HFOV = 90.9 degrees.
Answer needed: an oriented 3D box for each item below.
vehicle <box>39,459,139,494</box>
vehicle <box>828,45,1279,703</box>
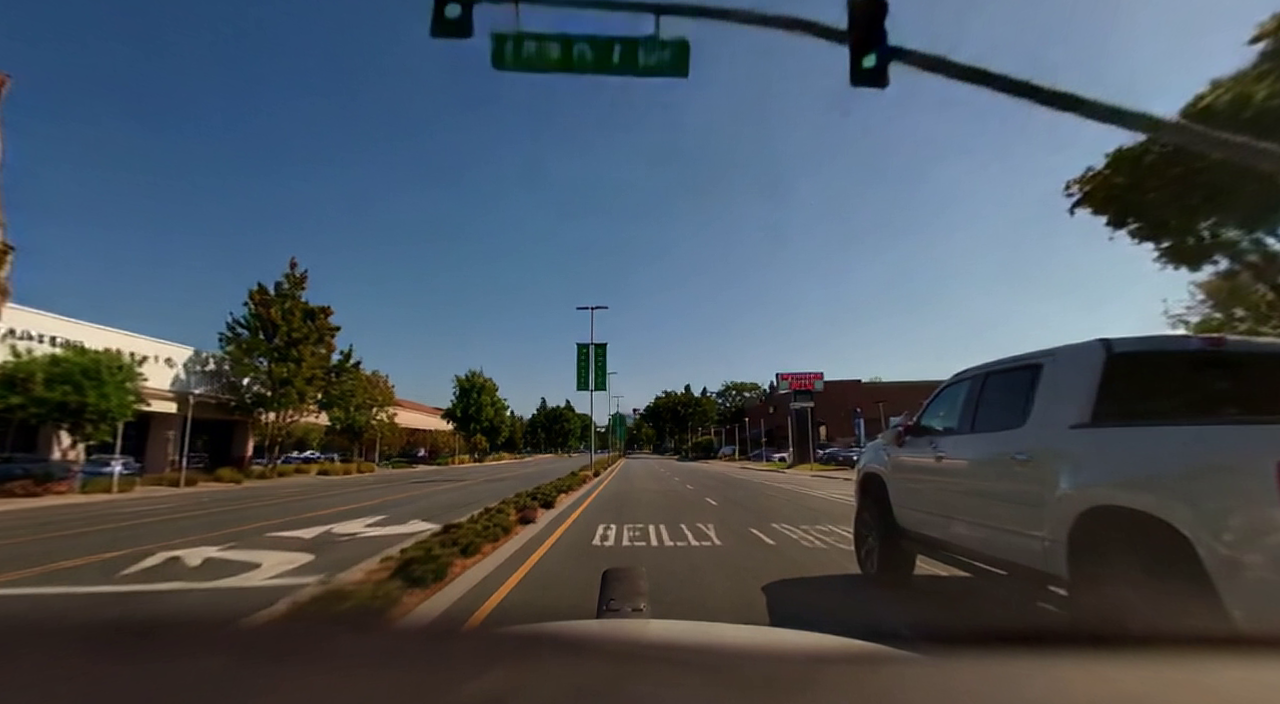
[{"bbox_3d":[-28.163,6.357,32.280,3.885,1.425,1.660,-4,-6,7],"label":"vehicle"},{"bbox_3d":[3.325,0.622,3.910,2.484,2.642,5.990,-1,-8,1],"label":"vehicle"}]
